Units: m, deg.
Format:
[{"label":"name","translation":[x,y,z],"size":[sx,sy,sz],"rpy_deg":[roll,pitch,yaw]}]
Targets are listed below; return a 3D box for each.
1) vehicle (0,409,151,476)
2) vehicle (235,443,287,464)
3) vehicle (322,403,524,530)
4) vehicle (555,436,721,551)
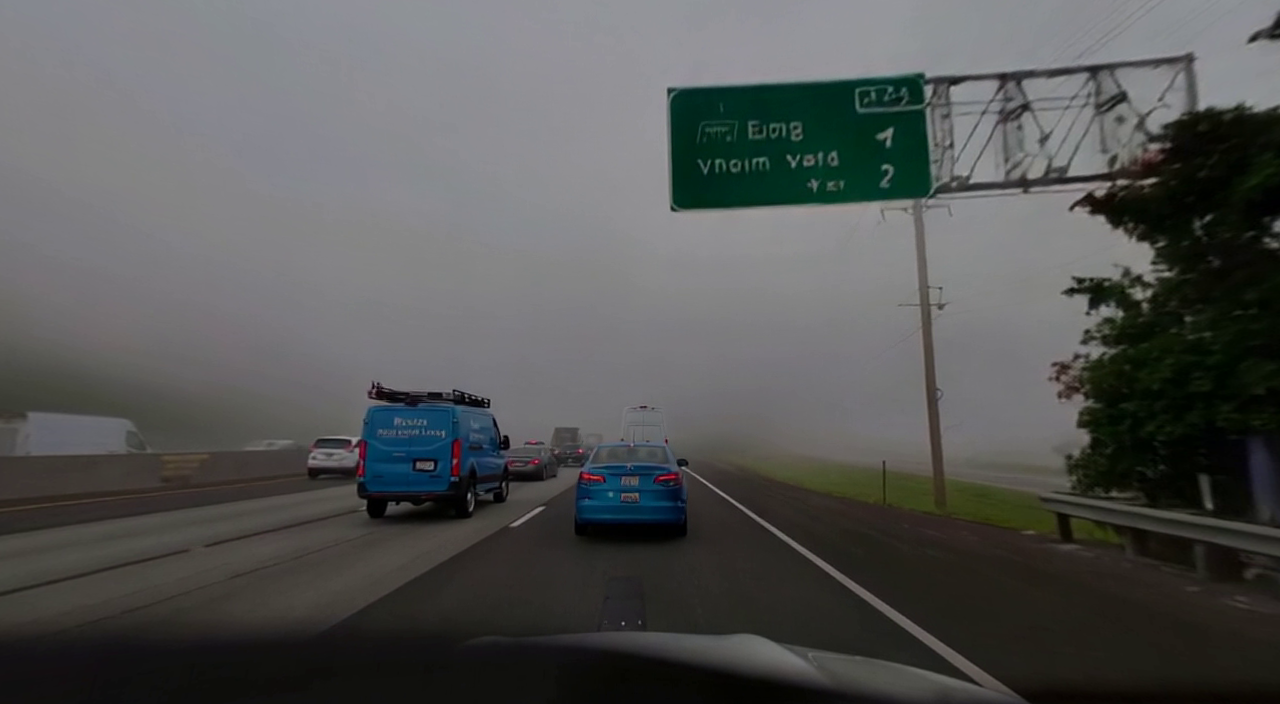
[{"label":"vehicle","translation":[-37.440,5.759,39.841],"size":[2.933,3.731,11.455],"rpy_deg":[-1,-8,4]},{"label":"vehicle","translation":[-28.702,7.658,47.625],"size":[1.630,1.437,3.588],"rpy_deg":[-3,-8,1]},{"label":"vehicle","translation":[-3.791,2.114,12.066],"size":[2.142,1.952,4.556],"rpy_deg":[0,-8,1]},{"label":"vehicle","translation":[-0.031,2.065,9.901],"size":[2.054,1.421,4.090],"rpy_deg":[0,-8,0]}]
